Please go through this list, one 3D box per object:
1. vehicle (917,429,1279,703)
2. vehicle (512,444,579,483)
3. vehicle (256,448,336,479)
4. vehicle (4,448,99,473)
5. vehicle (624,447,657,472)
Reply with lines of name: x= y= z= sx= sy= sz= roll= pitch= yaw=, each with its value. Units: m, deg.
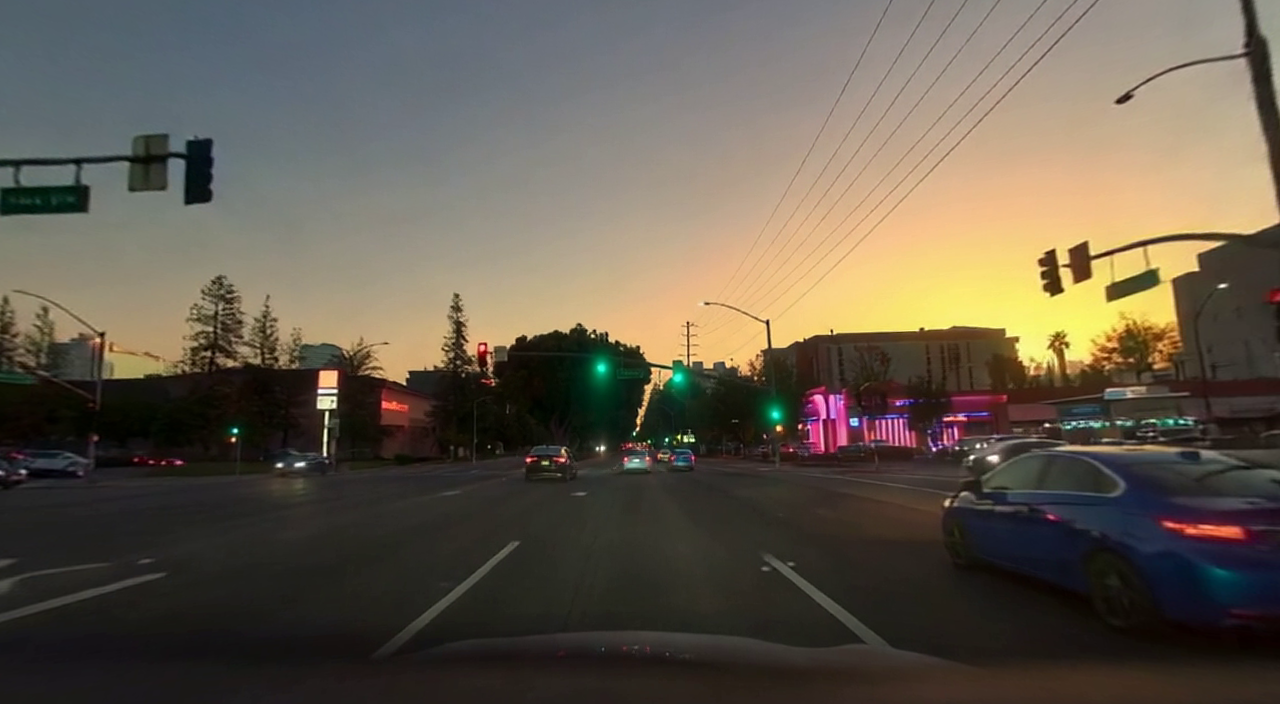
vehicle: x=4.524 y=1.465 z=5.486 sx=2.119 sy=1.479 sz=4.910 roll=0 pitch=-8 yaw=2
vehicle: x=-4.007 y=4.798 z=27.594 sx=2.035 sy=1.564 sz=4.702 roll=-1 pitch=-8 yaw=2
vehicle: x=-21.994 y=7.127 z=40.728 sx=2.066 sy=1.835 sz=5.580 roll=0 pitch=-8 yaw=0
vehicle: x=-42.073 y=7.752 z=45.239 sx=4.735 sy=1.715 sz=2.095 roll=-1 pitch=-8 yaw=2
vehicle: x=0.002 y=7.037 z=41.586 sx=2.072 sy=1.473 sz=4.139 roll=0 pitch=-8 yaw=-1
